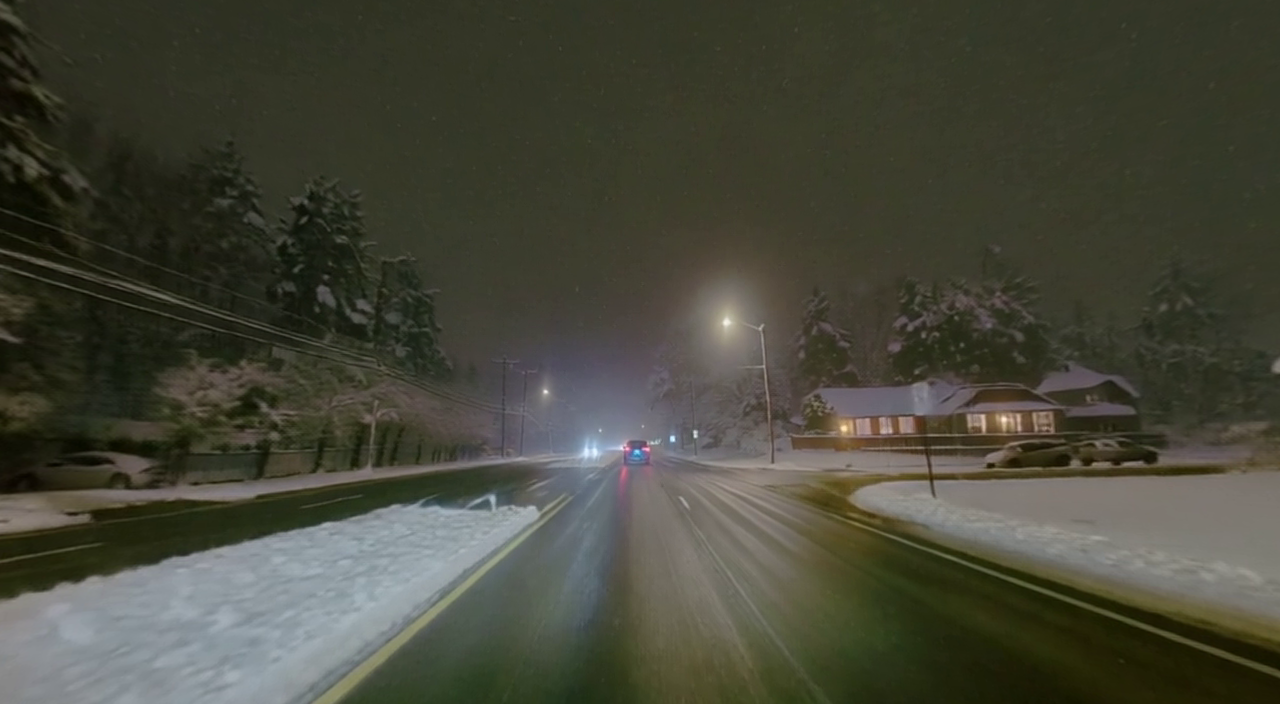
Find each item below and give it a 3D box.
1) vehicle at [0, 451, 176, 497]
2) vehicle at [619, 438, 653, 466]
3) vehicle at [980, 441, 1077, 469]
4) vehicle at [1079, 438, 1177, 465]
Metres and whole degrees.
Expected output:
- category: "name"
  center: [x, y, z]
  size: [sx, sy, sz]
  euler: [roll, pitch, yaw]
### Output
- category: "vehicle"
  center: [-19.861, 4.316, 22.569]
  size: [4.818, 1.506, 2.289]
  euler: [-1, -9, 4]
- category: "vehicle"
  center: [-0.271, 6.854, 43.324]
  size: [2.230, 1.827, 4.298]
  euler: [0, -9, -1]
- category: "vehicle"
  center: [22.180, 5.876, 36.185]
  size: [4.218, 1.505, 2.169]
  euler: [1, -9, -8]
- category: "vehicle"
  center: [28.596, 5.827, 37.085]
  size: [4.359, 1.479, 1.890]
  euler: [1, -9, -7]
